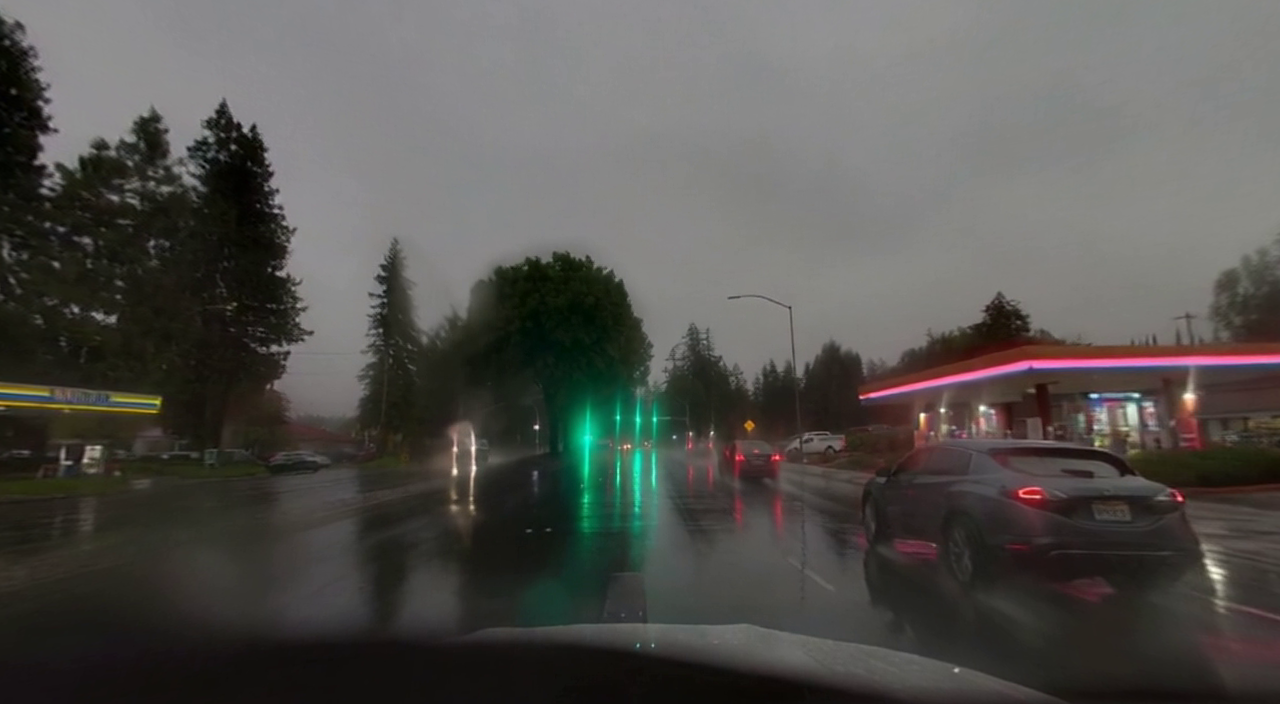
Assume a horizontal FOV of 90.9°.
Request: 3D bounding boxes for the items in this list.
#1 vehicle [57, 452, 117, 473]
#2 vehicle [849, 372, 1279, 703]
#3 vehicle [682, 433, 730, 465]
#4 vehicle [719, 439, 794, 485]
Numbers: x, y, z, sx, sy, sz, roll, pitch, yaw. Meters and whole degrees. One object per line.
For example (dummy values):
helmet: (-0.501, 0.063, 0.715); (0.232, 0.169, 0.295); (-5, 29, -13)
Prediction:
vehicle: (-41.304, 8.217, 47.139); (1.583, 1.354, 4.281); (1, -7, -15)
vehicle: (3.631, 1.286, 5.570); (1.875, 1.665, 4.931); (0, -8, 0)
vehicle: (4.325, 6.494, 42.221); (2.611, 1.983, 5.165); (0, -8, 0)
vehicle: (4.009, 3.857, 22.444); (1.871, 1.442, 4.122); (0, -8, 0)
